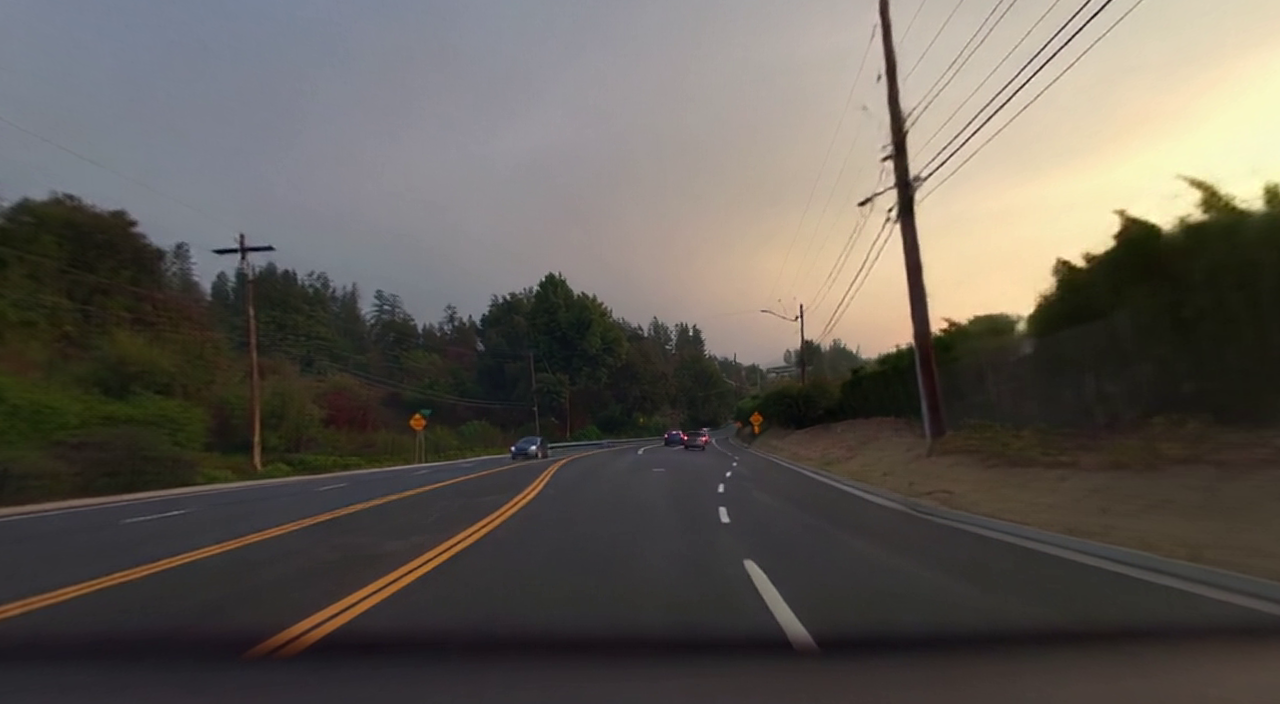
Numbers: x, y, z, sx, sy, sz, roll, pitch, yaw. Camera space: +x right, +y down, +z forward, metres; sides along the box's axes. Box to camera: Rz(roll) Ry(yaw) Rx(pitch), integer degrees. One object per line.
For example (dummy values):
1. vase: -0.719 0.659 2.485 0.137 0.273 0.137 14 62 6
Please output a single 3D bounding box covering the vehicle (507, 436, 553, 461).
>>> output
1. vehicle: -6.945 6.163 40.390 1.909 1.467 4.579 -1 -9 3
